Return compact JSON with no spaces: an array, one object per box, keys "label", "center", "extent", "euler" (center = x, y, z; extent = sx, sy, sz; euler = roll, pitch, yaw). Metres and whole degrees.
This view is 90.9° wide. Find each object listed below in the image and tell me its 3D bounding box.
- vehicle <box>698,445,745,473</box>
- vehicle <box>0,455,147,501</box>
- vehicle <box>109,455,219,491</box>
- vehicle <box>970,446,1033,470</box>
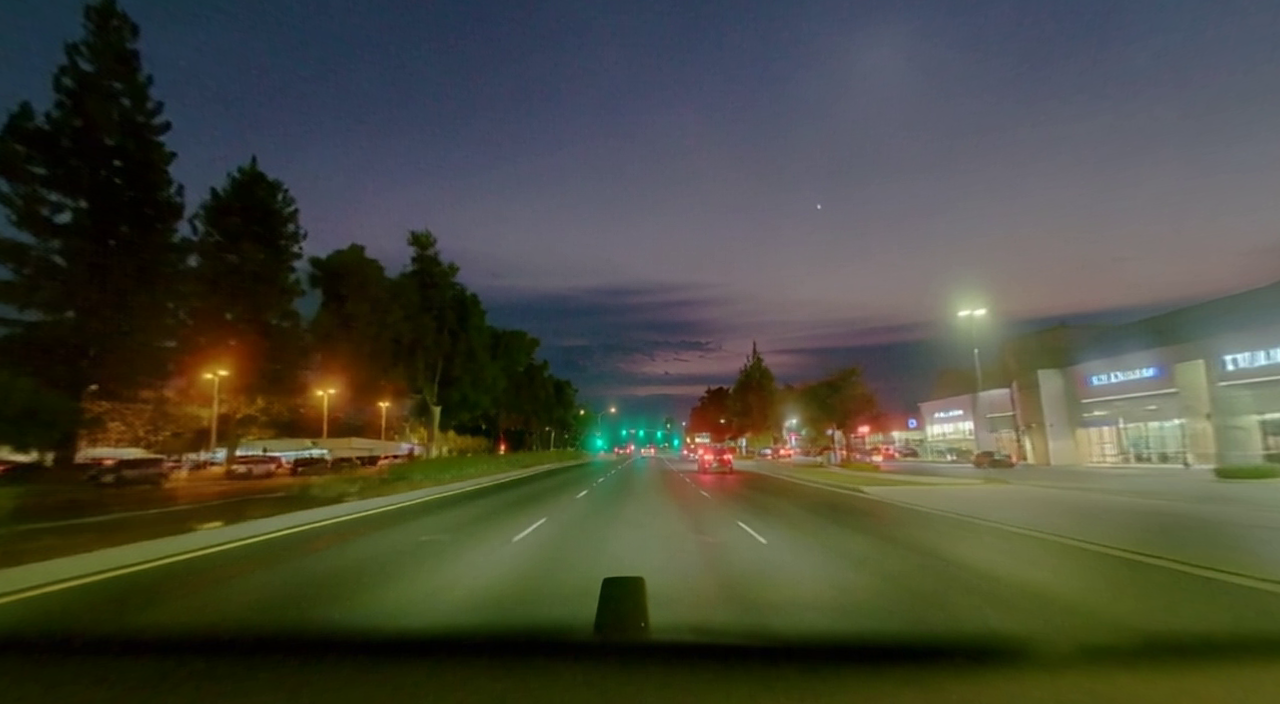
[{"label":"vehicle","center":[4.455,5.934,35.150],"extent":[1.916,1.459,4.335],"euler":[0,-8,-1]},{"label":"vehicle","center":[-22.695,5.005,25.462],"extent":[1.674,1.483,4.741],"euler":[-4,-8,1]},{"label":"vehicle","center":[-22.707,5.764,30.325],"extent":[1.841,1.510,4.389],"euler":[0,-8,0]},{"label":"vehicle","center":[26.600,7.807,46.565],"extent":[1.959,1.646,4.226],"euler":[1,-8,-4]}]
